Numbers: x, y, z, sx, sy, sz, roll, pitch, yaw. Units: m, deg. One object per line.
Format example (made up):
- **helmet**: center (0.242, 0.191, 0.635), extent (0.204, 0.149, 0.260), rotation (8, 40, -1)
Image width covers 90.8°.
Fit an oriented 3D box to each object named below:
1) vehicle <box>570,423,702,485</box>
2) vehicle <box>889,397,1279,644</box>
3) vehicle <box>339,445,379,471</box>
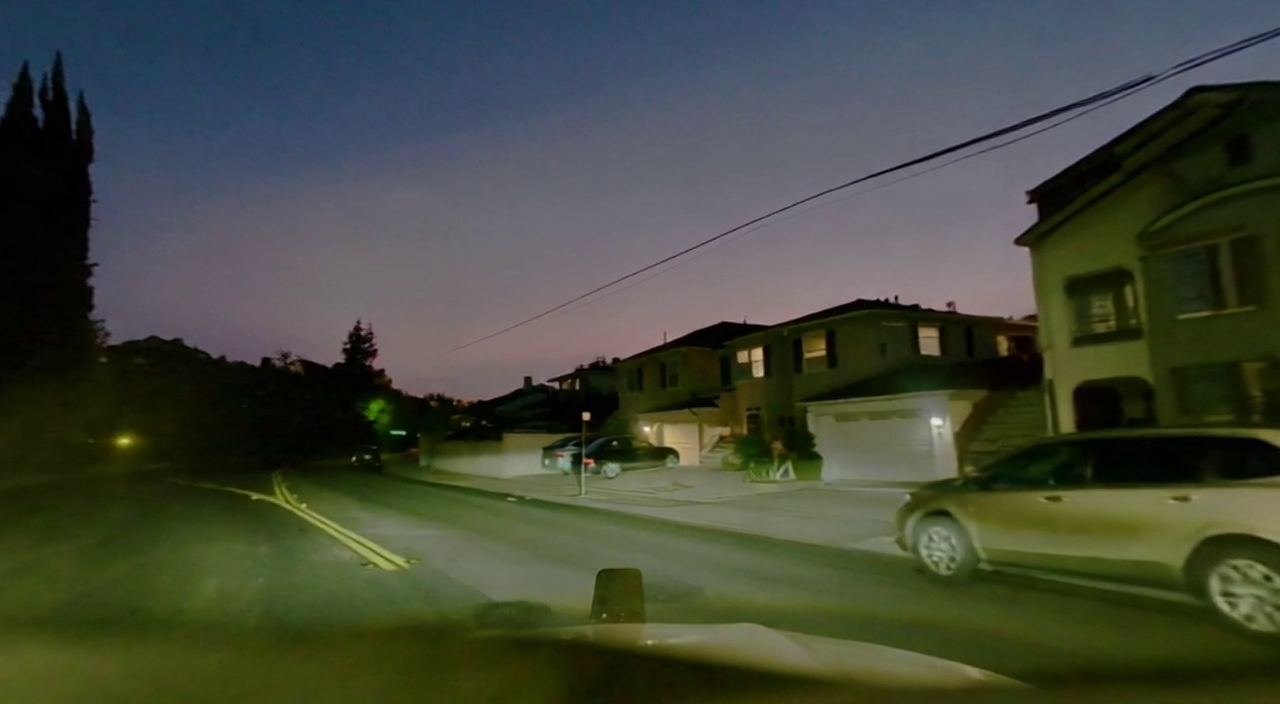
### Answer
- **vehicle**: center (-0.101, 3.663, 23.139), extent (4.431, 1.873, 1.920), rotation (2, -8, -34)
- **vehicle**: center (4.823, 1.356, 5.656), extent (1.934, 1.697, 4.432), rotation (6, -10, -33)
- **vehicle**: center (-18.563, 6.972, 41.655), extent (1.984, 1.601, 3.994), rotation (4, -10, -28)
